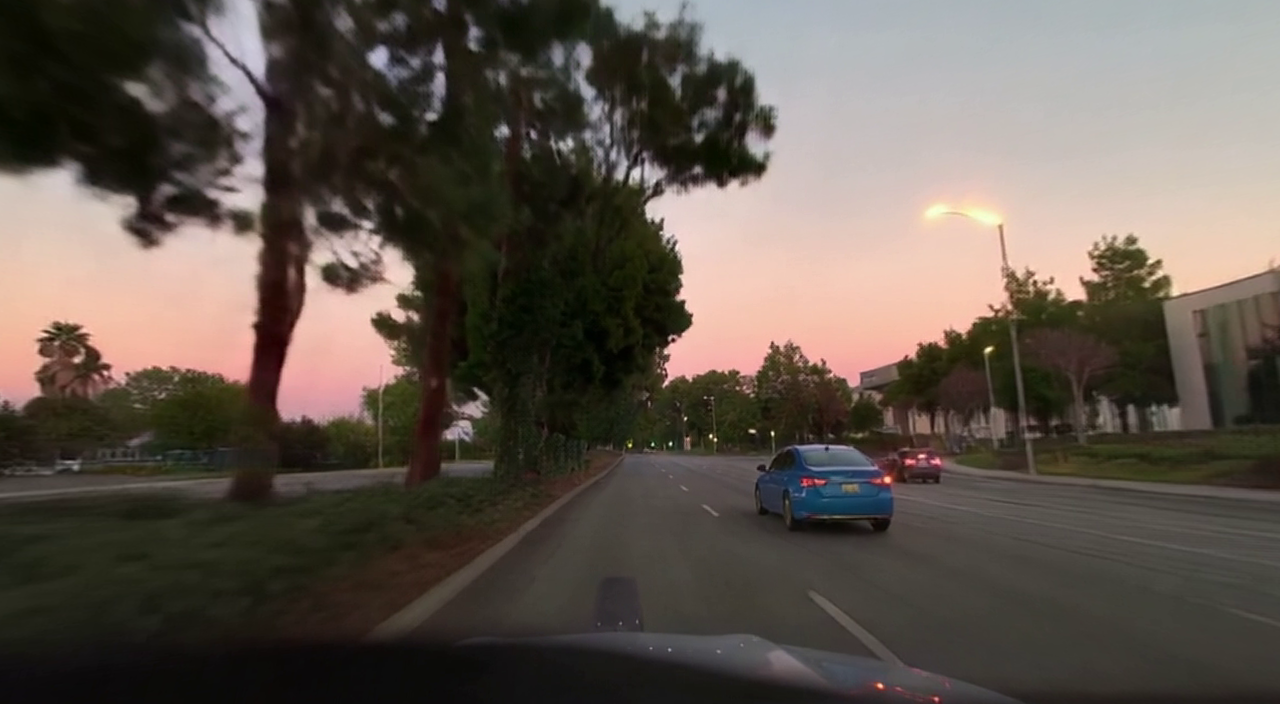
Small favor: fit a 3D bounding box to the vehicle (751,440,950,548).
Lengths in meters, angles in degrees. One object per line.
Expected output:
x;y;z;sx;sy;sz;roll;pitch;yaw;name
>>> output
3.299;2.314;10.956;1.950;1.473;4.259;0;-9;-1;vehicle
